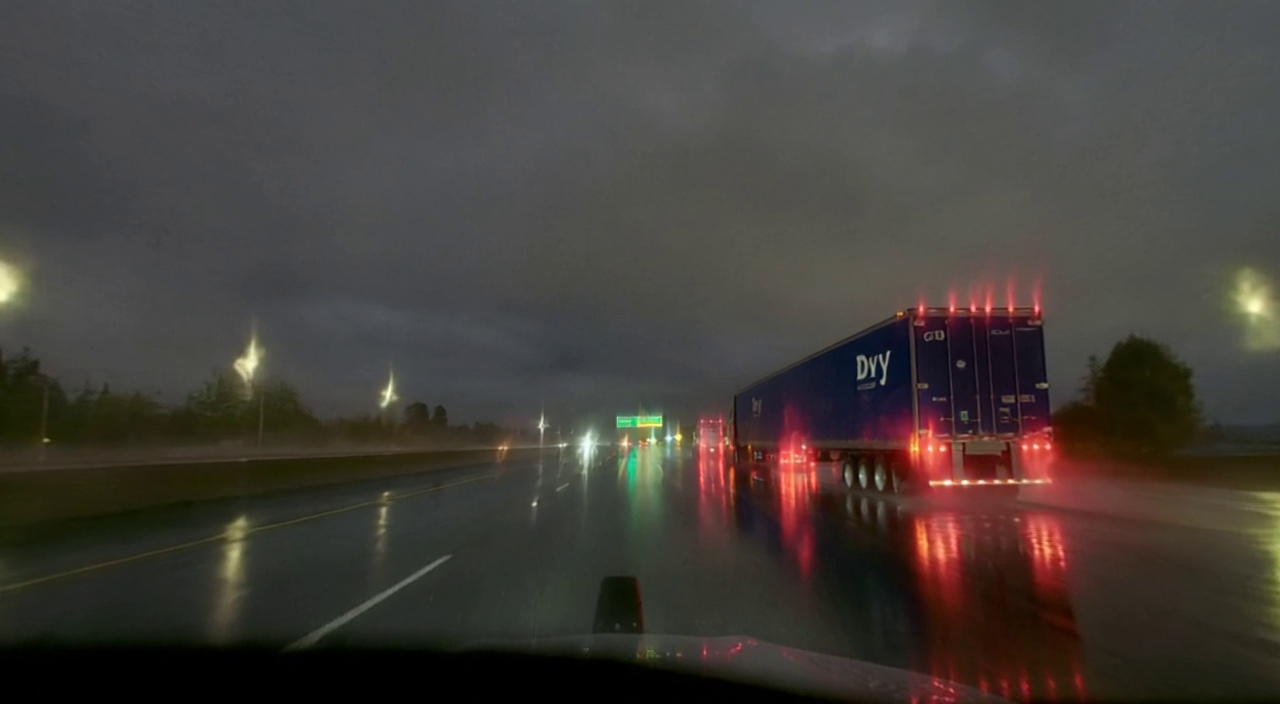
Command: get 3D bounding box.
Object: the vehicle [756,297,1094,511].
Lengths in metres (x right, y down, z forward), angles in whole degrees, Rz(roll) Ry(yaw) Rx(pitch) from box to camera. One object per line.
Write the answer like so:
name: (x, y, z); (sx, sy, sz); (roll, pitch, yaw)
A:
vehicle: (6.701, 2.086, 19.757); (2.962, 3.947, 16.241); (0, -8, 0)
